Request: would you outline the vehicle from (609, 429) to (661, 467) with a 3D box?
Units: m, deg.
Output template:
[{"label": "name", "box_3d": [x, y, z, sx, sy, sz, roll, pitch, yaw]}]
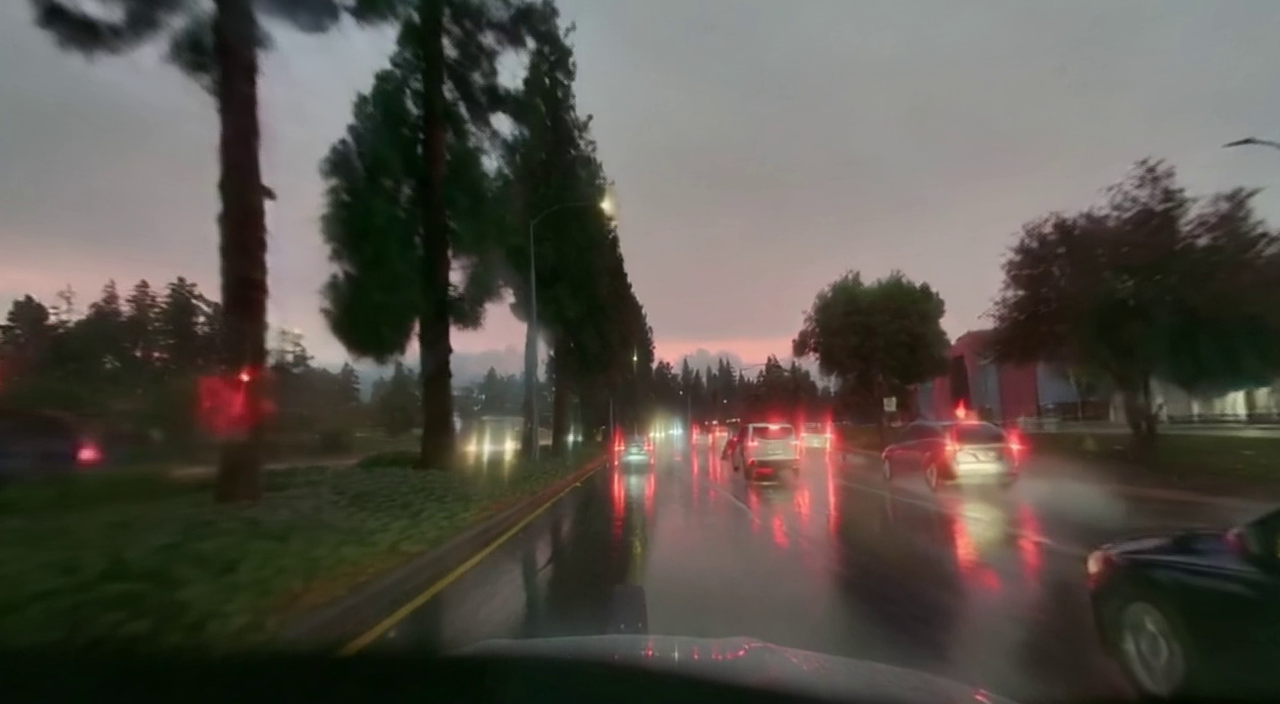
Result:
[{"label": "vehicle", "box_3d": [-0.181, 4.215, 27.620, 2.111, 1.506, 4.018, 0, -8, 0]}]

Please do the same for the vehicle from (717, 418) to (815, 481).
[{"label": "vehicle", "box_3d": [3.739, 2.987, 19.445, 2.130, 1.718, 4.310, 0, -8, 0]}]

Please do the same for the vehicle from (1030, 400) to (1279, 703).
[{"label": "vehicle", "box_3d": [3.451, 0.819, 1.609, 2.010, 1.490, 4.639, 0, -8, 2]}]

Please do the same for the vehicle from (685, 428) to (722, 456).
[{"label": "vehicle", "box_3d": [4.092, 5.887, 41.100, 1.982, 1.709, 4.427, 0, -8, 0]}]

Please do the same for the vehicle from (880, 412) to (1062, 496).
[{"label": "vehicle", "box_3d": [7.651, 2.415, 15.146, 2.008, 1.714, 4.407, 0, -8, 1]}]
